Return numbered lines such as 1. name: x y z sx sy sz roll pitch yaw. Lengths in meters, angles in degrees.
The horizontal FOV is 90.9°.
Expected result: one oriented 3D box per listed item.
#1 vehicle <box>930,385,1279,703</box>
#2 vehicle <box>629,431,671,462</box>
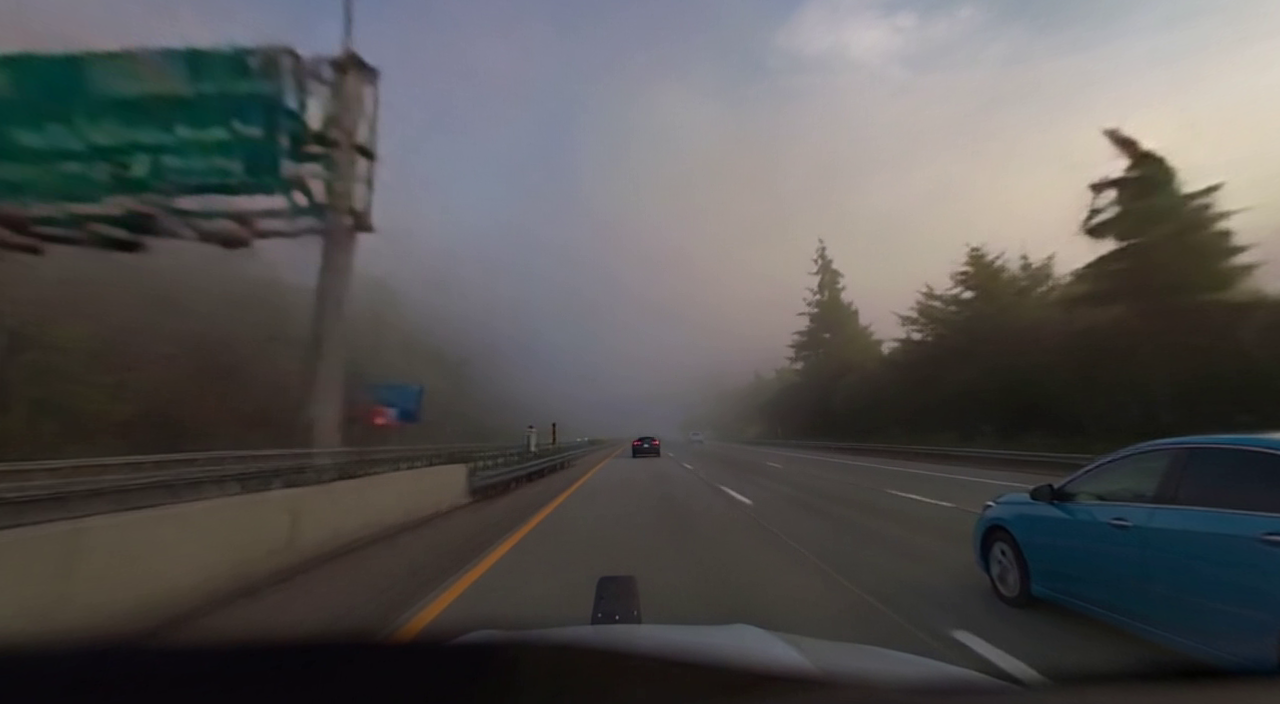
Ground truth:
1. vehicle: 3.589 0.973 3.264 1.981 1.467 4.459 0 -8 -1
2. vehicle: 0.478 4.943 33.094 2.046 1.526 3.903 0 -8 -1
